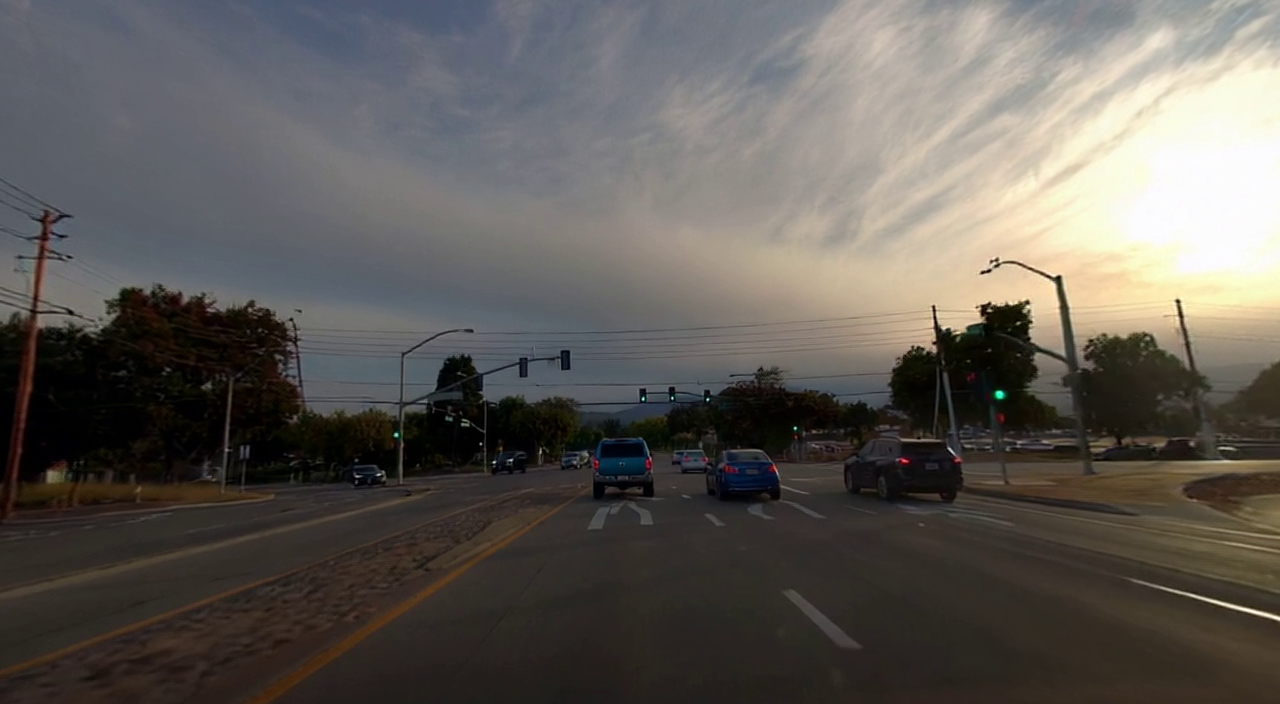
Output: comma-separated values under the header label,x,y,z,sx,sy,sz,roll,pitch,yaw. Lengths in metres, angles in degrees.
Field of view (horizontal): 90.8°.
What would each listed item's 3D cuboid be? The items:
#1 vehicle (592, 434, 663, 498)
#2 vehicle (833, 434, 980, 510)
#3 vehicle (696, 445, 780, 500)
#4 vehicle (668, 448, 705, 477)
label,x,y,z,sx,sy,sz,roll,pitch,yaw
vehicle,-0.418,3.950,22.216,2.231,1.998,4.254,0,-9,-1
vehicle,6.910,3.126,16.995,1.929,1.753,4.396,0,-9,-1
vehicle,3.043,3.823,20.559,1.880,1.579,4.401,0,-9,-2
vehicle,2.928,7.030,40.535,1.915,1.765,4.047,0,-9,-2
